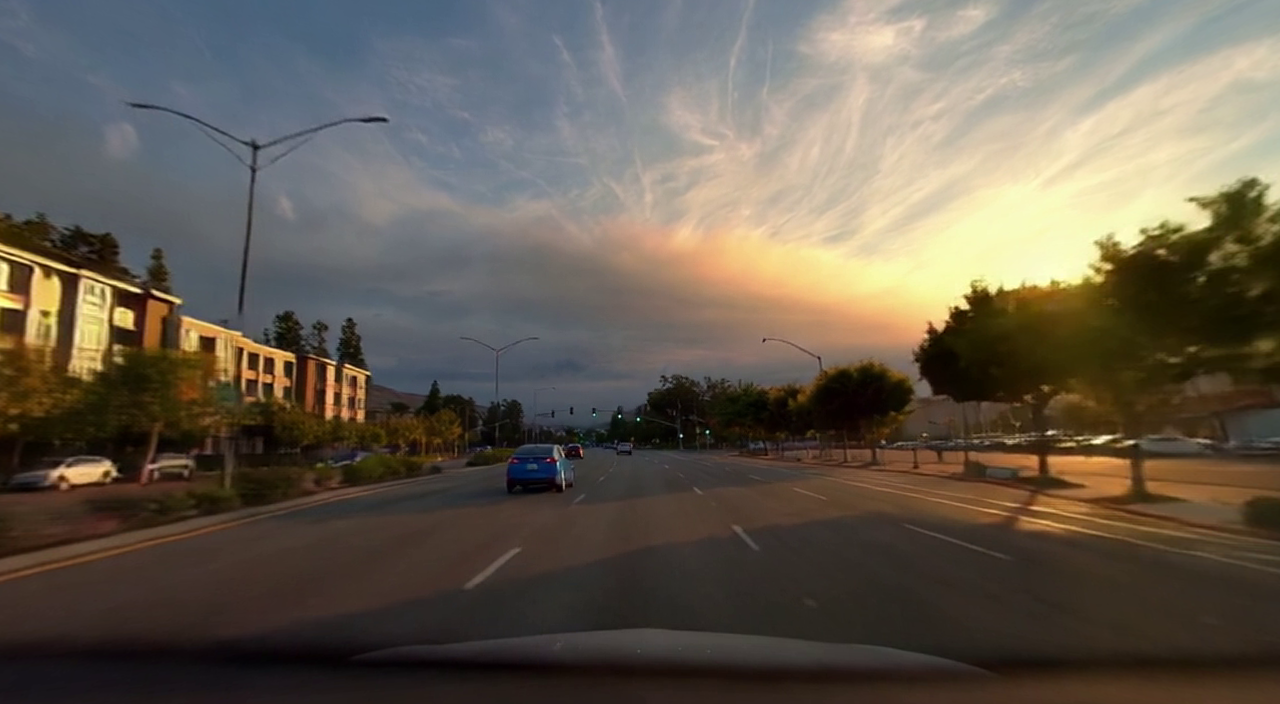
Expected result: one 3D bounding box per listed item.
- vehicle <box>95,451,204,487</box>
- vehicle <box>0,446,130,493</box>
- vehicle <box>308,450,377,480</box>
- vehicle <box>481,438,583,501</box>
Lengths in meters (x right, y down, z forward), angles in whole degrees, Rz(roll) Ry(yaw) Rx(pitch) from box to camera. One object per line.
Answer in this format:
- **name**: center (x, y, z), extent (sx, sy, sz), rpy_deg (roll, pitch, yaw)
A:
- **vehicle**: center (-26.506, 6.309, 34.311), extent (1.786, 1.713, 4.992), rpy_deg (1, -9, 1)
- **vehicle**: center (-26.678, 5.366, 29.051), extent (2.207, 1.909, 4.831), rpy_deg (1, -9, 0)
- **vehicle**: center (-16.670, 6.302, 35.552), extent (1.890, 1.479, 4.484), rpy_deg (-1, -8, -2)
- **vehicle**: center (-2.875, 3.228, 17.841), extent (2.009, 1.489, 4.543), rpy_deg (-2, -8, 1)
